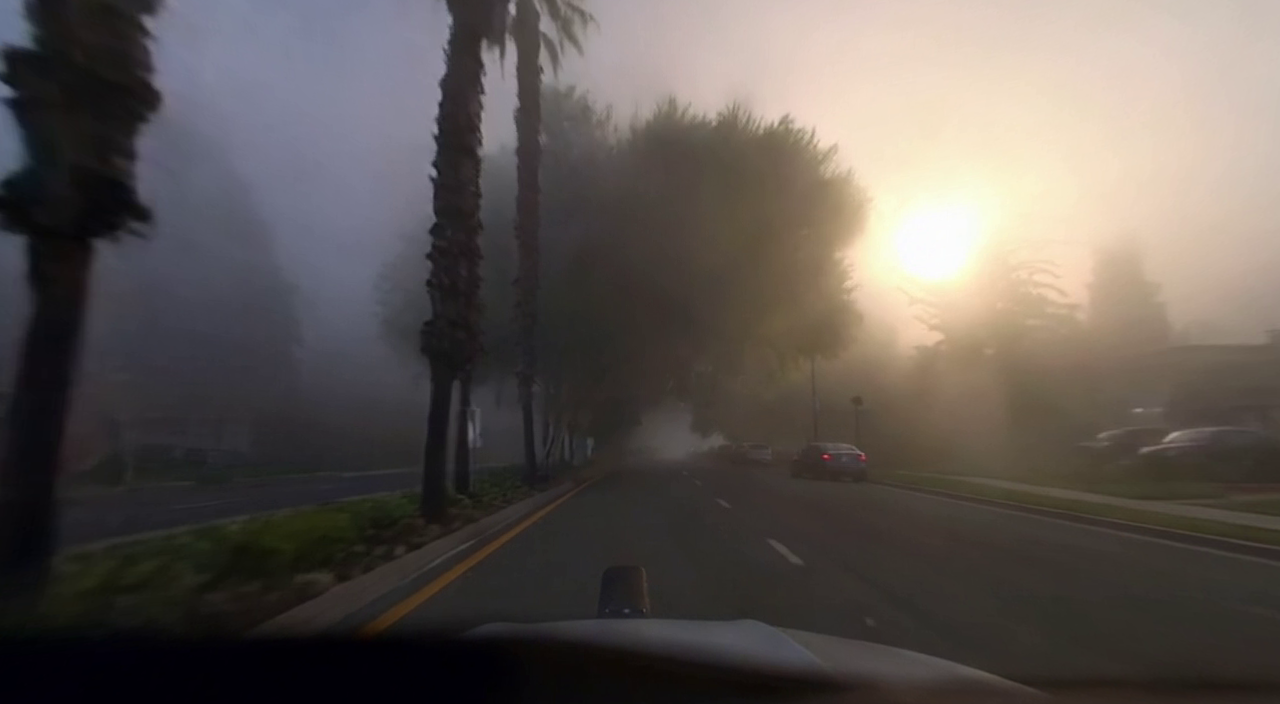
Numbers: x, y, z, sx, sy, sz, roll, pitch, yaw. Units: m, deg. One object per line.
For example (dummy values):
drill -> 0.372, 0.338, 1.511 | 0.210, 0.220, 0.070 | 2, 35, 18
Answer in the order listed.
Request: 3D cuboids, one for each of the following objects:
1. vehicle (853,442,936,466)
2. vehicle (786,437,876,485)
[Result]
vehicle -> 16.502, 6.623, 41.048 | 4.595, 1.490, 1.860 | 0, -8, 0
vehicle -> 7.083, 4.082, 23.916 | 2.126, 1.639, 4.539 | 0, -9, 2
